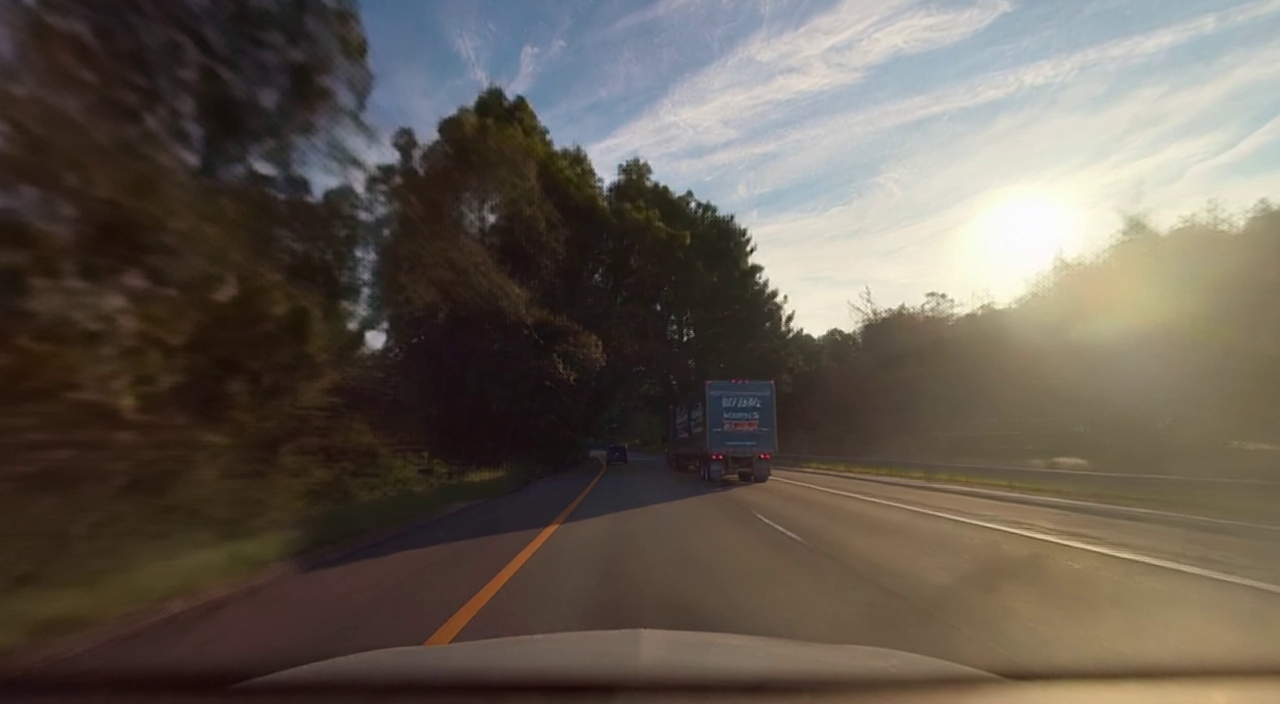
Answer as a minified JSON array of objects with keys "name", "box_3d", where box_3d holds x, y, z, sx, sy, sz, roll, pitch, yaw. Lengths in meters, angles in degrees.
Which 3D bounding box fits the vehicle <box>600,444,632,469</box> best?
[{"name":"vehicle","box_3d":[-1.468,6.475,39.113,1.913,1.460,3.610,0,-9,-1]}]

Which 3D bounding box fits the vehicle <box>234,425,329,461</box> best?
[{"name":"vehicle","box_3d":[-17.352,4.478,30.823,1.926,1.629,4.668,0,-9,-1]}]

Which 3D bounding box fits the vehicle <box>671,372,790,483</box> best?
[{"name":"vehicle","box_3d":[3.618,3.788,30.008,2.951,4.012,14.203,0,-9,-3]}]
